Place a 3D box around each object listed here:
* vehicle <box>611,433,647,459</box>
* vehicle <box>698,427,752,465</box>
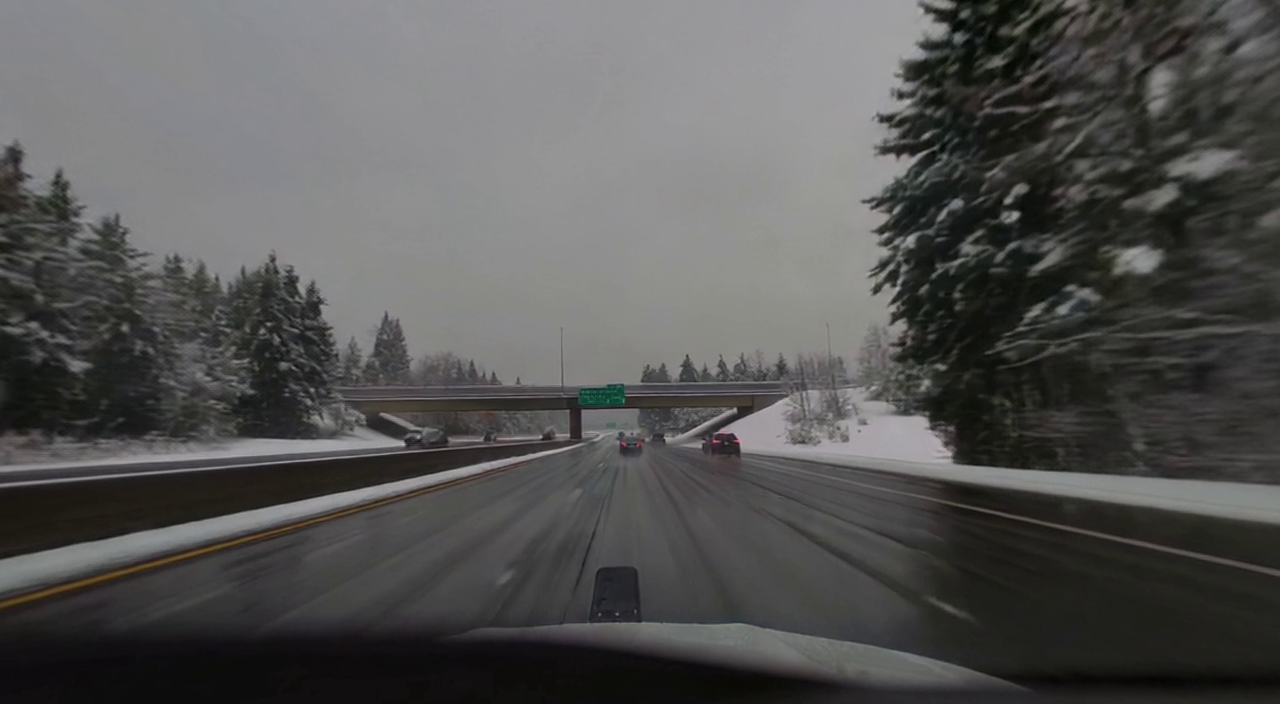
[{"bbox_3d":[-0.667,5.459,36.694,1.987,1.440,3.565,0,-8,-2],"label":"vehicle"},{"bbox_3d":[3.876,4.344,29.321,1.892,1.600,3.782,0,-8,-2],"label":"vehicle"}]
